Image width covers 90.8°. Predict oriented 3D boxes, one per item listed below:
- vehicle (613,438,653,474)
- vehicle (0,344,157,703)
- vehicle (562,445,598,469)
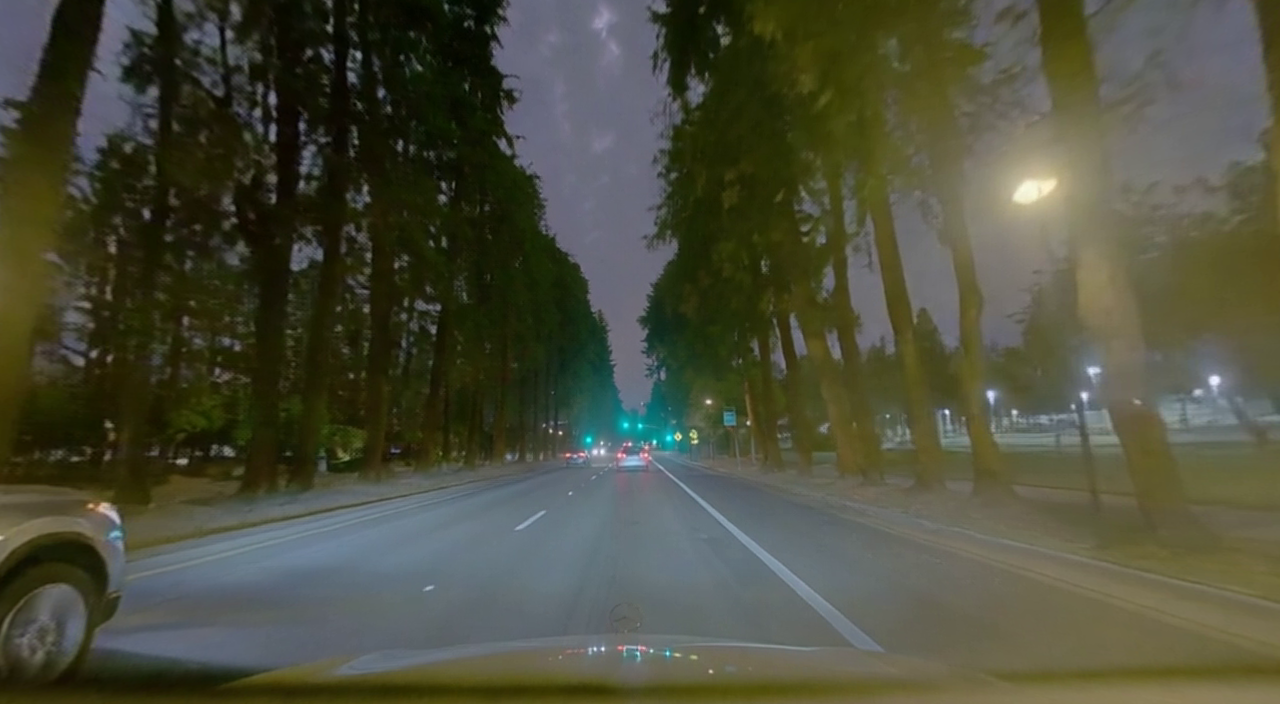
[{"bbox_3d":[-0.362,5.471,33.385,2.018,1.769,3.897,0,-8,-1],"label":"vehicle"},{"bbox_3d":[-4.043,0.643,1.735,1.860,1.741,4.479,0,-8,0],"label":"vehicle"},{"bbox_3d":[-3.962,6.994,42.217,1.936,1.538,4.016,0,-8,1],"label":"vehicle"}]
